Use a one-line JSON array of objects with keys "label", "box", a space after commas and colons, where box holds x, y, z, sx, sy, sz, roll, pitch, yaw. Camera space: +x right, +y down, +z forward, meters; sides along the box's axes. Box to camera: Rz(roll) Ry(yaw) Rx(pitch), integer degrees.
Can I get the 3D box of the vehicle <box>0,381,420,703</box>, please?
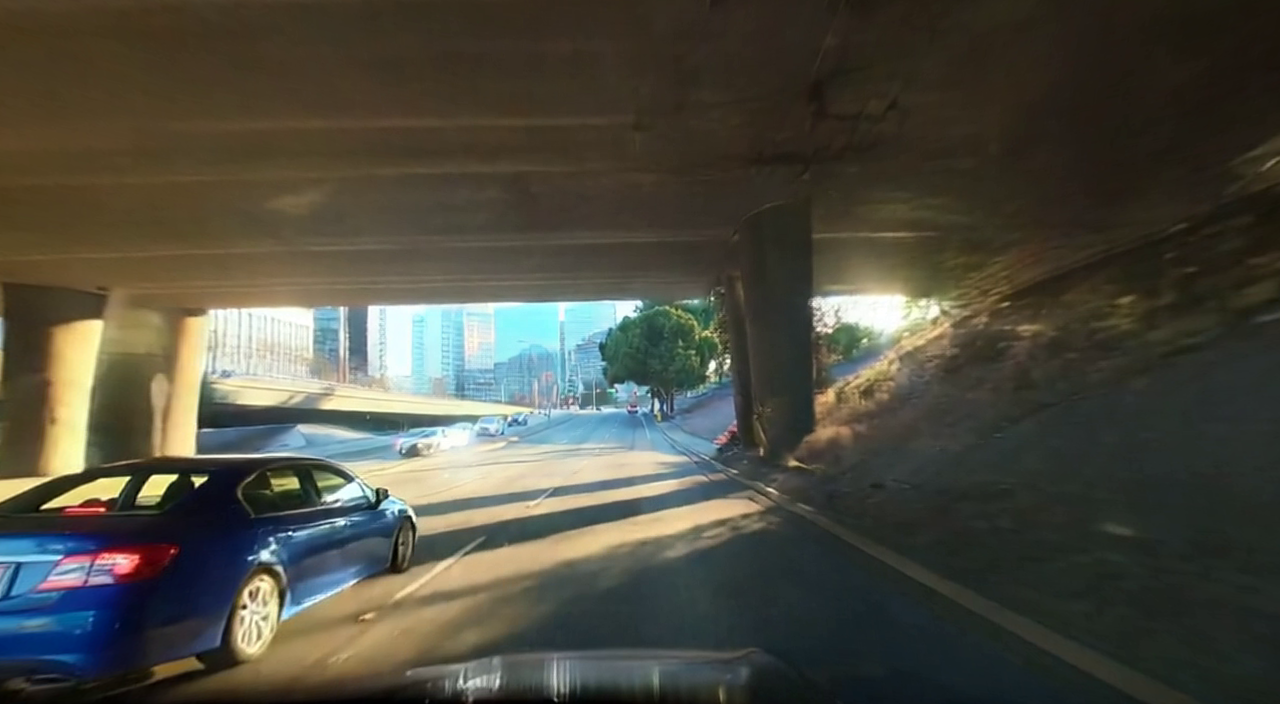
[{"label": "vehicle", "box": [-3.158, 1.108, 3.876, 2.041, 1.470, 4.290, 0, -9, 0]}]
